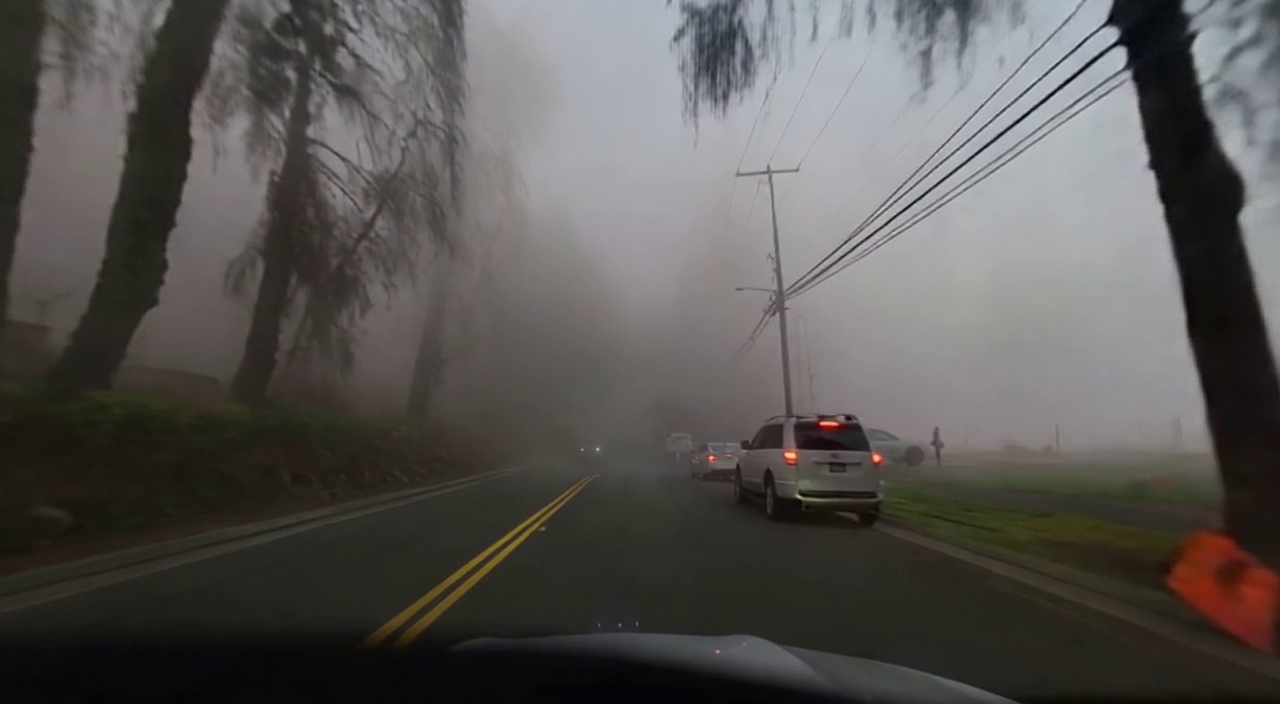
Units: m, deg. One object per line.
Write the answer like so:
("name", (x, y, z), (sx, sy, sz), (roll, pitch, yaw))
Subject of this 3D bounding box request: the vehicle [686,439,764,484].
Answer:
("vehicle", (2.989, 3.988, 23.247), (2.006, 1.482, 4.722), (1, -9, -3))

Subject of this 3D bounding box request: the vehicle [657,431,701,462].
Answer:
("vehicle", (2.782, 7.044, 46.863), (2.759, 2.114, 6.152), (0, -9, -1))

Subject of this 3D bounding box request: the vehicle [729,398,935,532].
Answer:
("vehicle", (3.176, 2.044, 11.827), (2.293, 1.957, 4.934), (0, -9, 0))
